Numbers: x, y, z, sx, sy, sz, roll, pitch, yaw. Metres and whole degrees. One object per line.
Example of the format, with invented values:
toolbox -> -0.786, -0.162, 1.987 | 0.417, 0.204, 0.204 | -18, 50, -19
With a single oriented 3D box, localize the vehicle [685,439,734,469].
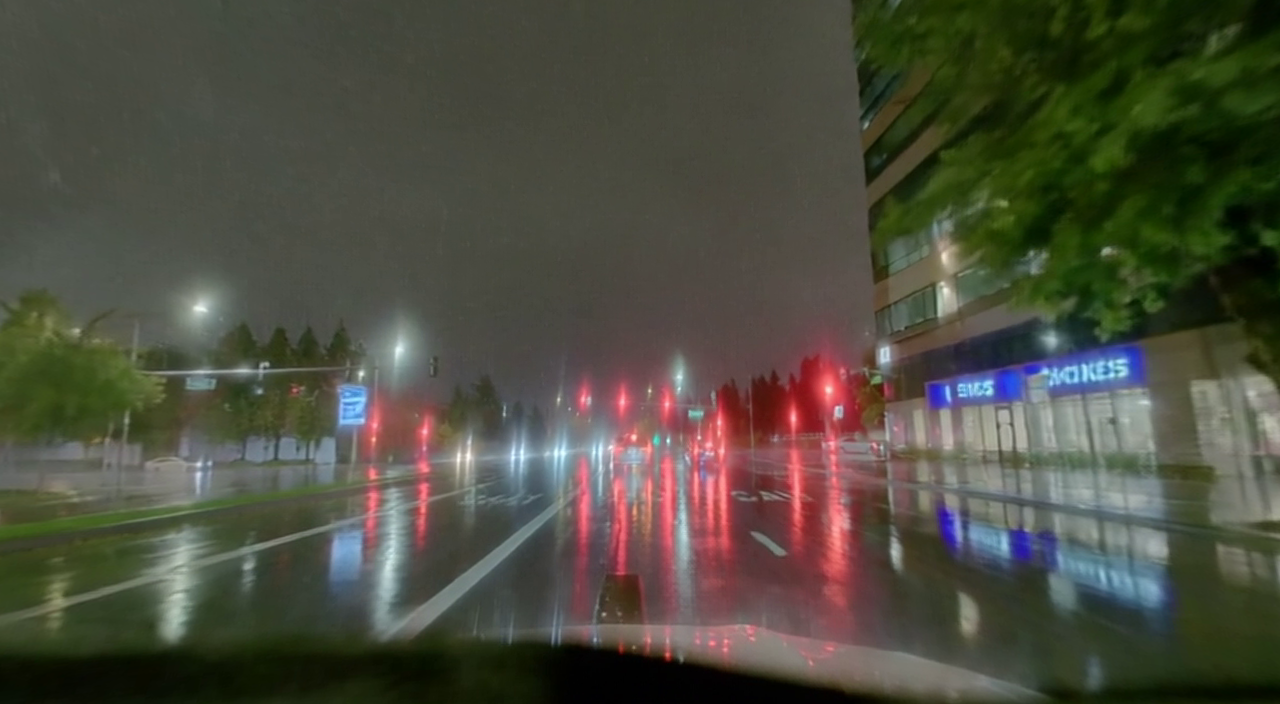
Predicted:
vehicle -> 3.560, 5.356, 33.334 | 2.080, 1.472, 4.401 | 0, -9, 0

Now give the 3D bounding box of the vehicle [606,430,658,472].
vehicle -> -0.349, 4.743, 30.405 | 2.313, 1.860, 4.319 | 0, -9, 0
